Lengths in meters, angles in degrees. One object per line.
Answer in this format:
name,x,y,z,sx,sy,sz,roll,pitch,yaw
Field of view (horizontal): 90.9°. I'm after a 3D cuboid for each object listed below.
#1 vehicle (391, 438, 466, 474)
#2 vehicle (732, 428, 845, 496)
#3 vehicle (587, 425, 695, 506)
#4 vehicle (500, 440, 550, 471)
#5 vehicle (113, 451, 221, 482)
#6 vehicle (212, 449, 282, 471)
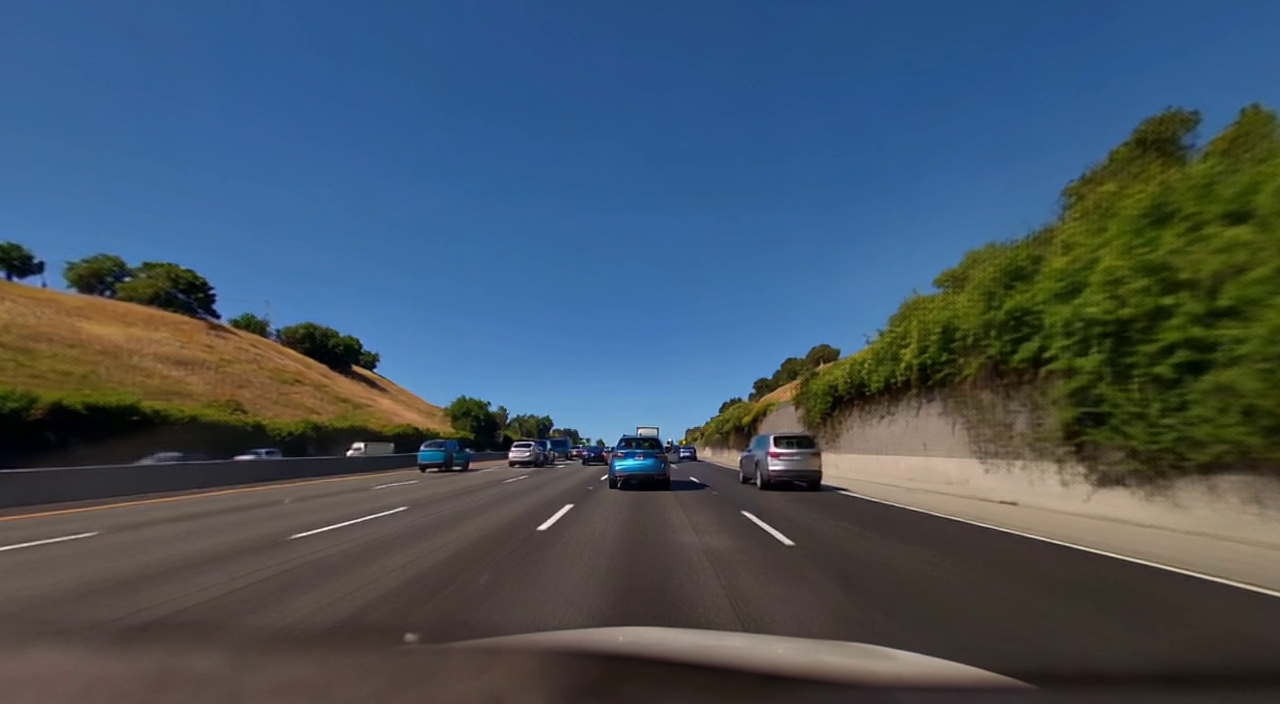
vehicle,-11.199,5.550,33.891,2.223,1.781,5.098,0,-9,1
vehicle,4.494,3.469,20.286,2.204,1.852,5.845,0,-9,0
vehicle,0.049,2.911,16.532,2.447,1.804,4.273,0,-9,1
vehicle,-6.768,6.159,37.592,2.024,1.706,4.462,0,-9,1
vehicle,-24.444,5.909,32.819,2.145,1.448,4.370,0,-9,1
vehicle,-28.449,7.803,45.854,1.952,1.536,4.862,0,-9,1
